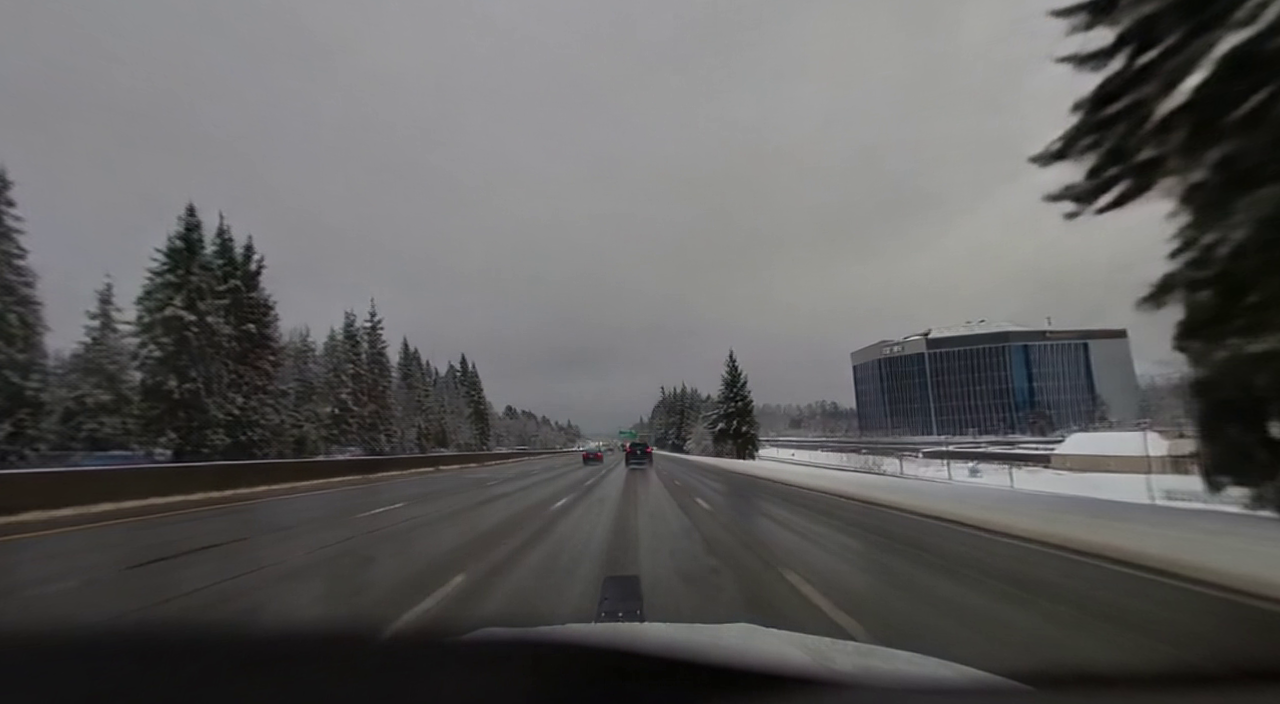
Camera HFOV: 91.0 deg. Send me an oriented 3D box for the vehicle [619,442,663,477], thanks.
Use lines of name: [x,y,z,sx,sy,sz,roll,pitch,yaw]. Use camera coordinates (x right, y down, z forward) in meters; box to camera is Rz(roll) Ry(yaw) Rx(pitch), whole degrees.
vehicle: [0.026,5.896,34.786,2.302,1.810,4.707,0,-9,-1]

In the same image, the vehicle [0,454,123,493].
vehicle: [-30.031,6.226,32.753,2.054,1.774,4.953,0,-9,0]

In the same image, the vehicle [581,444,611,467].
vehicle: [-3.435,8.164,49.790,2.049,1.659,4.183,0,-9,0]
